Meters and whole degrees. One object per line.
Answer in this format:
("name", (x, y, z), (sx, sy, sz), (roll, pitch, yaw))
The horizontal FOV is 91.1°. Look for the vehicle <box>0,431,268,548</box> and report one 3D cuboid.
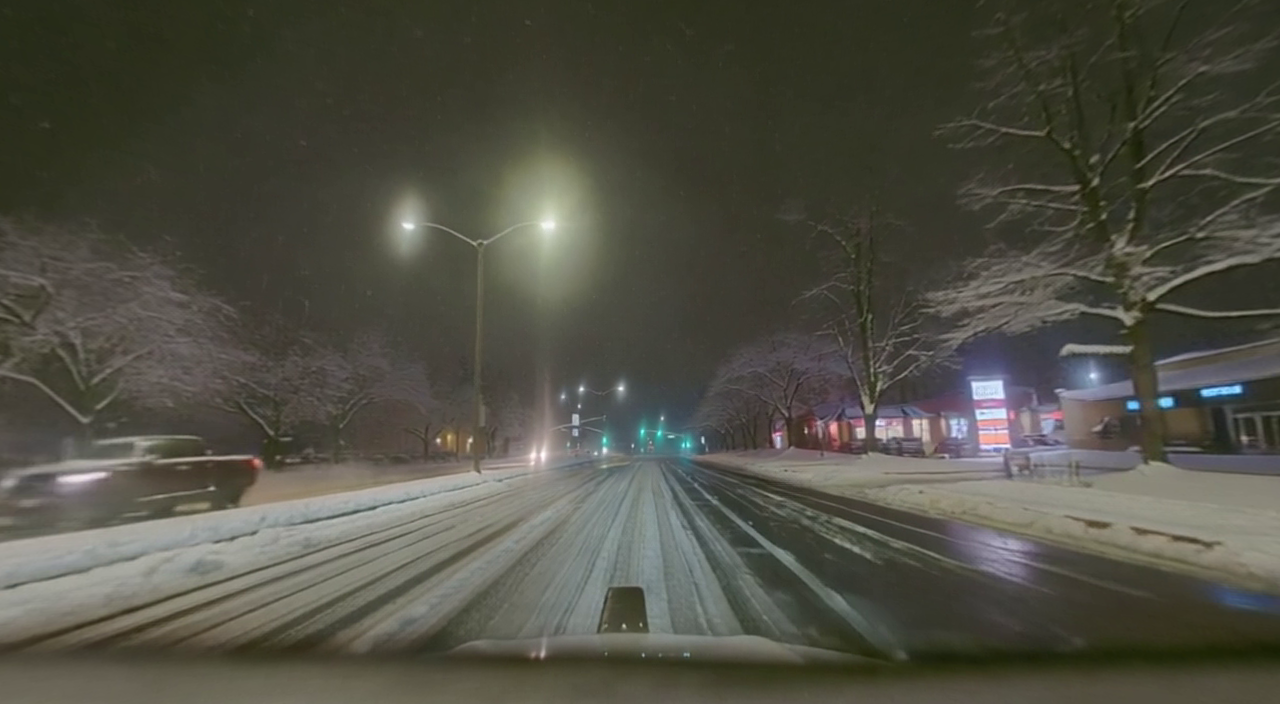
("vehicle", (-8.828, 2.205, 10.817), (1.961, 1.559, 4.480), (-1, -9, 2))
